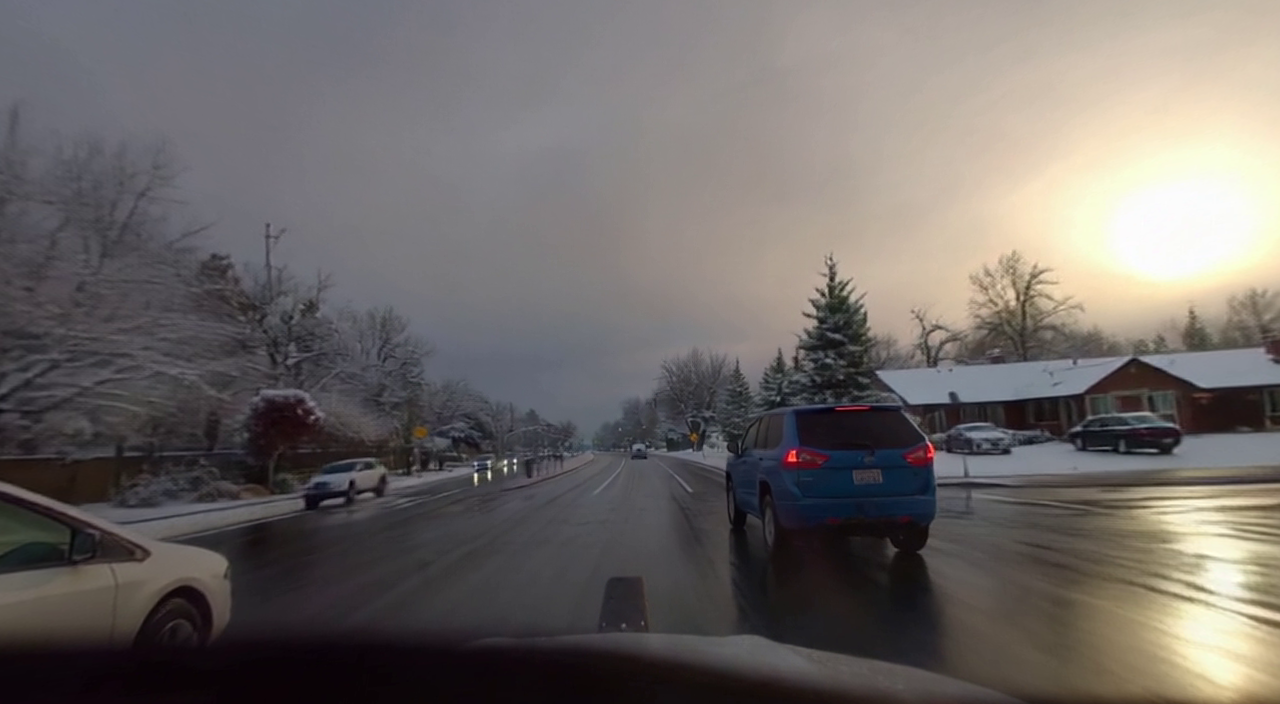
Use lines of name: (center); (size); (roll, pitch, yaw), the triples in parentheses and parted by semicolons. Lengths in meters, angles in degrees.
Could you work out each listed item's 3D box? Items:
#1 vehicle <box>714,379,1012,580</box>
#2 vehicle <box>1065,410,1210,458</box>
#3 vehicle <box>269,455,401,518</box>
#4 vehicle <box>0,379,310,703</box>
vehicle: (2.643, 1.740, 9.408); (2.338, 2.063, 5.592); (0, -9, 0)
vehicle: (19.741, 3.358, 25.366); (1.984, 1.740, 4.601); (0, -9, -1)
vehicle: (-9.507, 4.184, 20.091); (2.058, 1.718, 4.232); (0, -9, 0)
vehicle: (-3.323, 0.906, 2.026); (2.058, 1.659, 4.514); (0, -9, 0)
